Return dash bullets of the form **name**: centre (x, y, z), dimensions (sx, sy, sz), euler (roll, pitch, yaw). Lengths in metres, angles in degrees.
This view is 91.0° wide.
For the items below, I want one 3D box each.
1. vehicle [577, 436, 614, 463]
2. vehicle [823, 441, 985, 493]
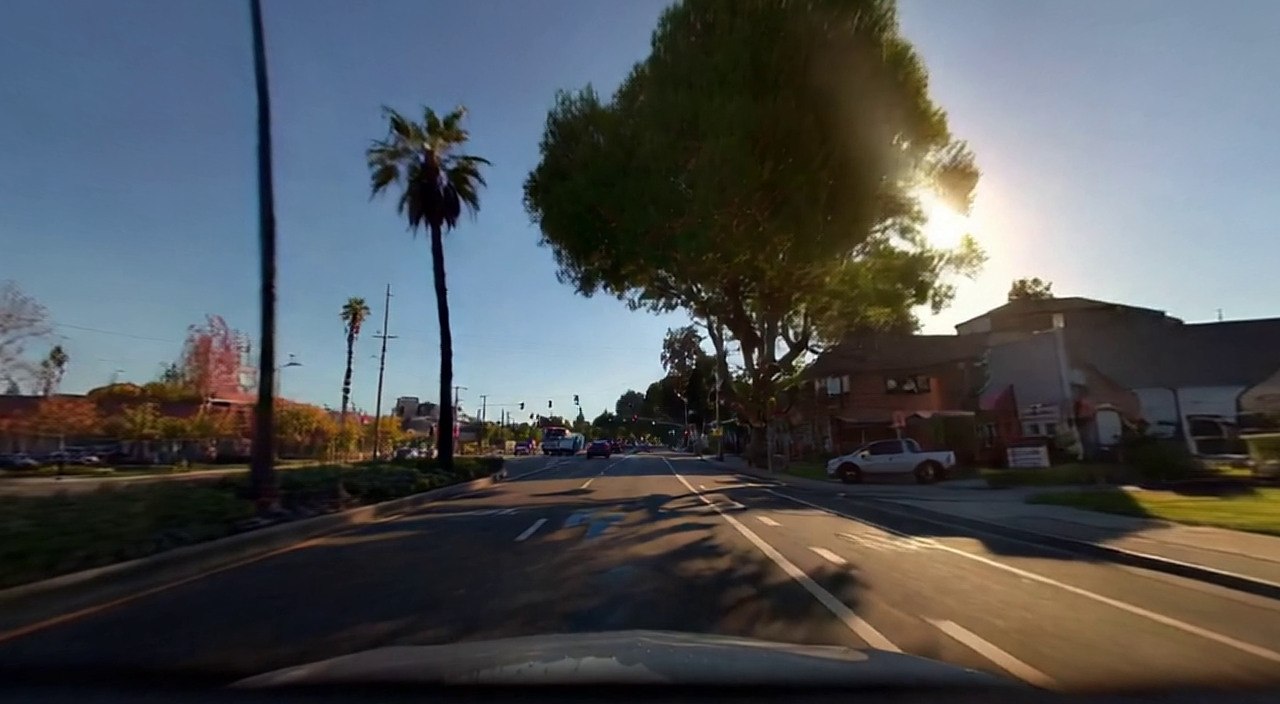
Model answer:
- **vehicle**: centre (-3.106, 6.930, 44.961), dimensions (2.116, 1.806, 4.516), euler (0, -9, 2)
- **vehicle**: centre (8.405, 3.700, 20.508), dimensions (4.509, 1.520, 1.952), euler (-1, -9, 11)
